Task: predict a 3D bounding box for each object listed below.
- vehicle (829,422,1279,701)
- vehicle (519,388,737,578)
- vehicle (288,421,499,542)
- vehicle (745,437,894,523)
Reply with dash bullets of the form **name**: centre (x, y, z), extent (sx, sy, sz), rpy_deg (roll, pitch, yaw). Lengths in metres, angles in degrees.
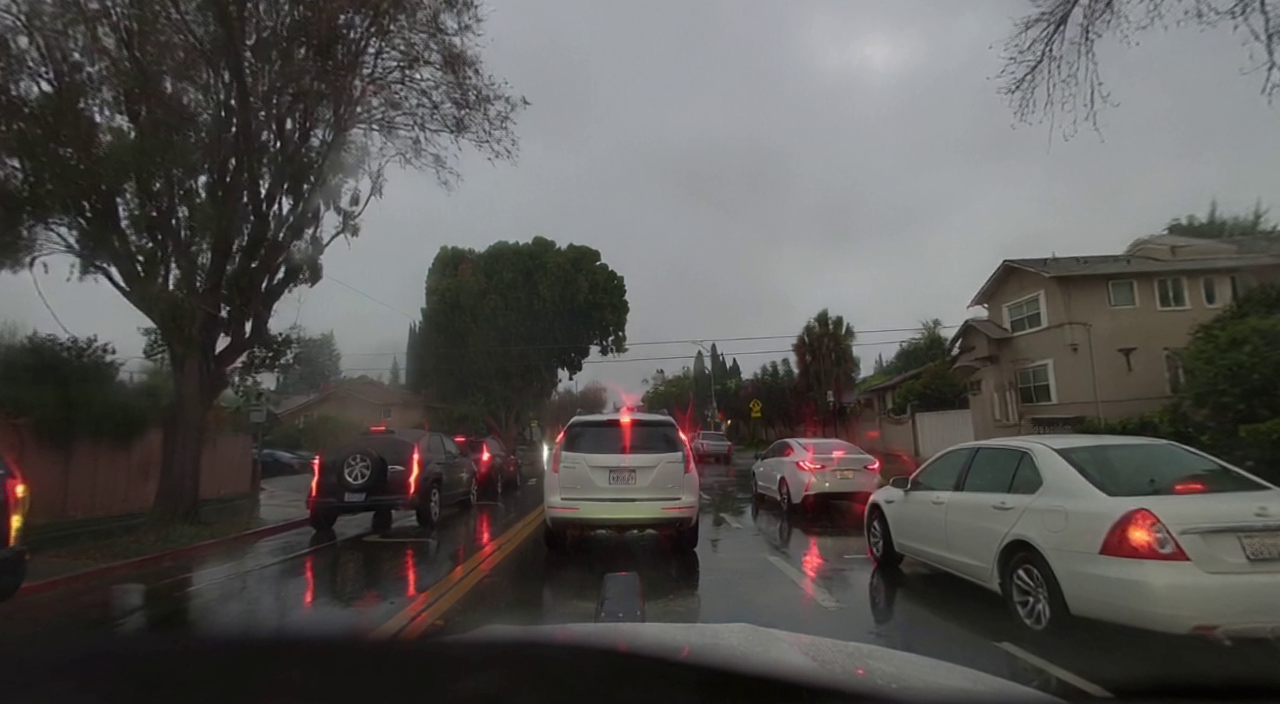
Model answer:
- **vehicle**: centre (3.468, 1.465, 5.771), extent (1.977, 1.480, 4.589), rpy_deg (0, -8, -1)
- **vehicle**: centre (-0.212, 1.609, 8.493), extent (2.164, 1.867, 4.254), rpy_deg (0, -8, -3)
- **vehicle**: centre (-3.721, 2.019, 10.512), extent (1.864, 1.576, 4.324), rpy_deg (0, -8, -2)
- **vehicle**: centre (3.470, 2.523, 13.050), extent (1.880, 1.476, 3.932), rpy_deg (0, -8, 0)
